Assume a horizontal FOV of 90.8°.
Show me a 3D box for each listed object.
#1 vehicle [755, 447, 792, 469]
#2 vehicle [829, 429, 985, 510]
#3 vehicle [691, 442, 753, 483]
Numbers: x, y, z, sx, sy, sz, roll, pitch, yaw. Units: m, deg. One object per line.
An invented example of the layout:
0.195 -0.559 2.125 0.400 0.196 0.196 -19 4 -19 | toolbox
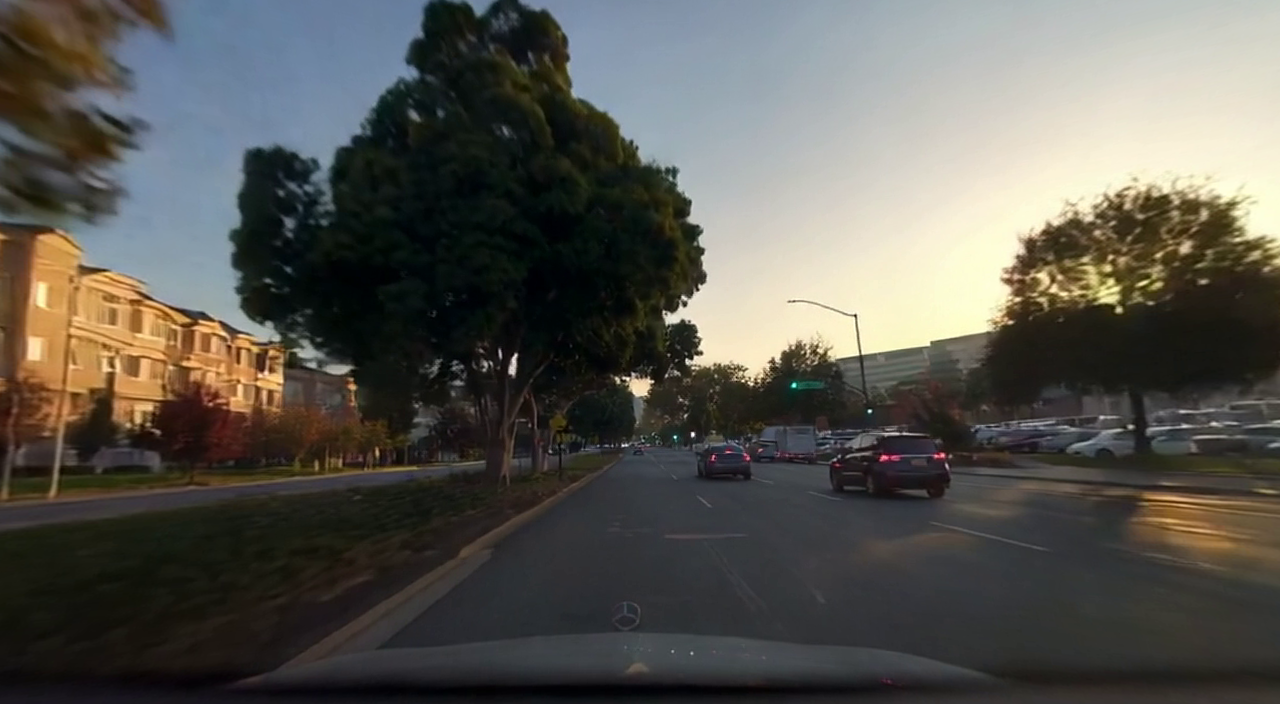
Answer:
10.172 8.060 48.383 1.842 1.569 4.122 0 -9 -1 | vehicle
6.644 2.954 16.397 1.946 1.773 4.641 0 -9 -1 | vehicle
3.320 4.554 26.283 1.917 1.538 4.259 0 -9 -1 | vehicle
